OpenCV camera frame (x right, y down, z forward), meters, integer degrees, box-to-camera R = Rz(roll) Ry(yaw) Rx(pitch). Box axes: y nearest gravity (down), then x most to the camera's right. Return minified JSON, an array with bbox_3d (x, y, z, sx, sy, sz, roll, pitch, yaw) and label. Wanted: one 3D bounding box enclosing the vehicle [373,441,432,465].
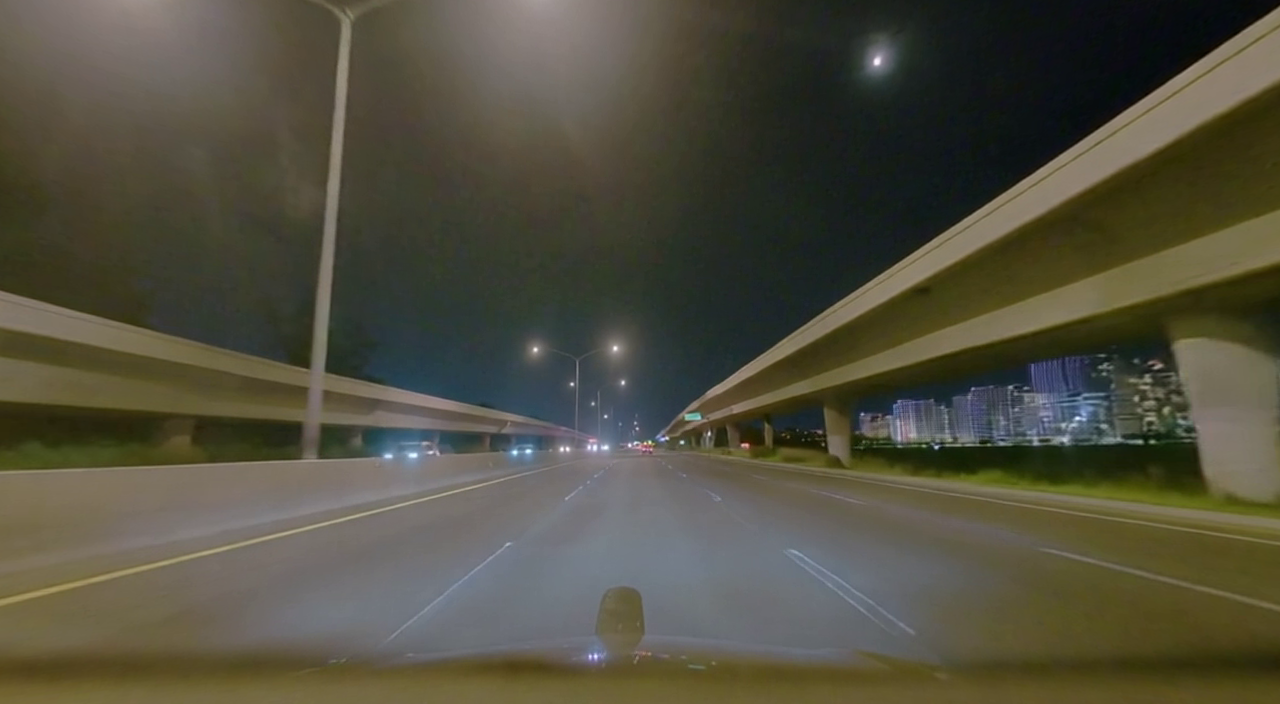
[{"bbox_3d":[-17.751,7.580,47.520,2.472,1.723,5.039,0,-8,0],"label":"vehicle"}]
